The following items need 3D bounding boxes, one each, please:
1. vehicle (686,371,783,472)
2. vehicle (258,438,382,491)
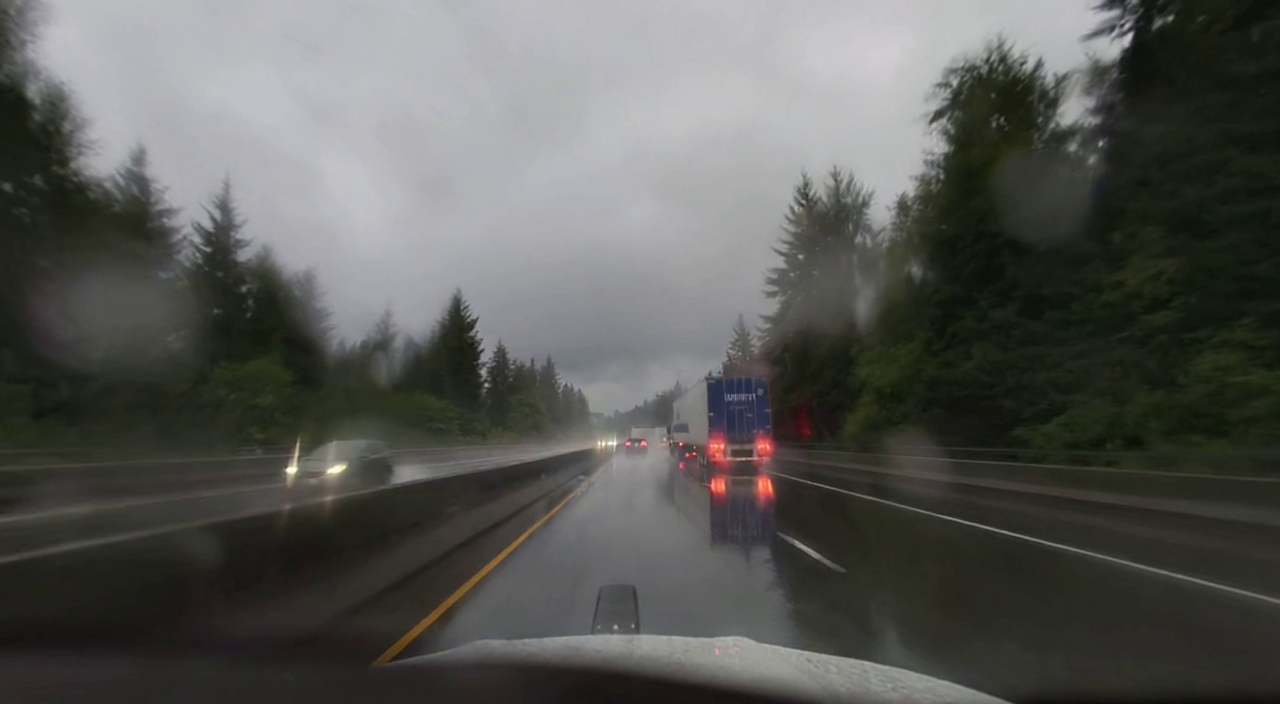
[{"bbox_3d":[3.927,3.241,28.365,3.006,3.850,8.310,-1,-8,0],"label":"vehicle"},{"bbox_3d":[-10.596,3.722,21.240,2.051,1.573,4.029,-1,-8,0],"label":"vehicle"}]
